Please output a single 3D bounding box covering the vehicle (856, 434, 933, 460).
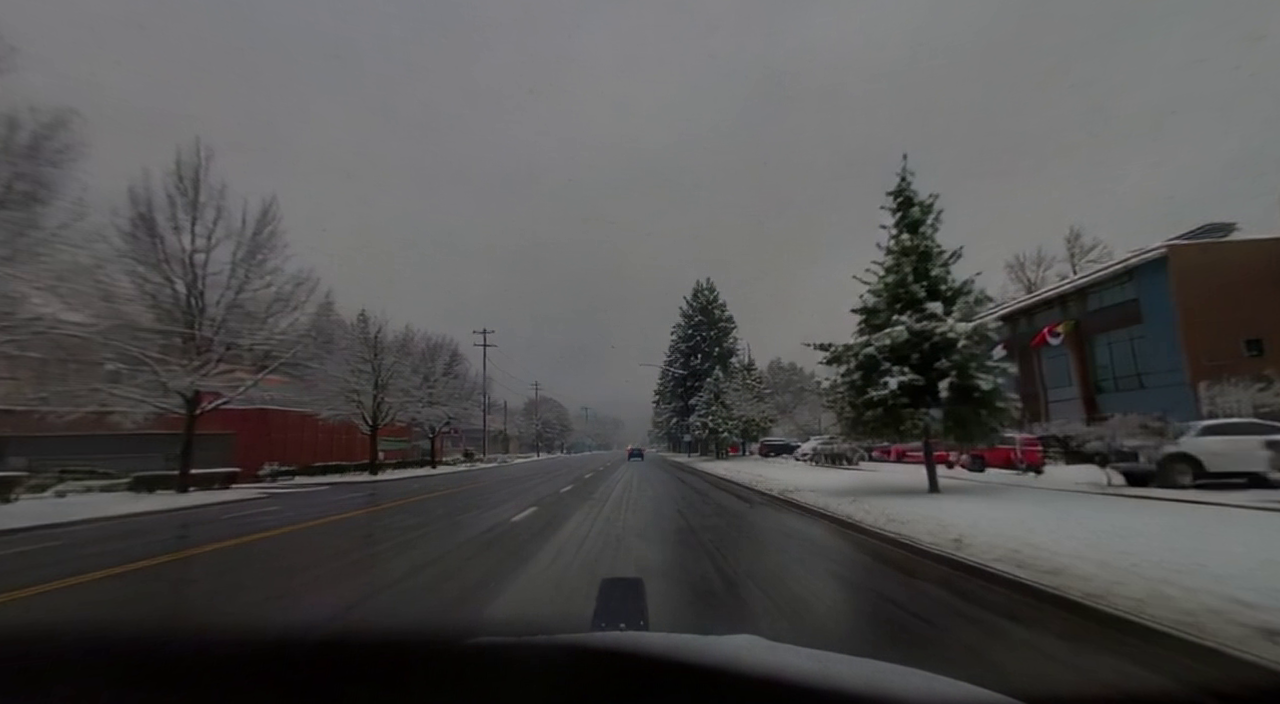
[{"bbox_3d":[18.021,6.760,44.726,4.653,1.782,2.042,2,-9,-15],"label":"vehicle"}]

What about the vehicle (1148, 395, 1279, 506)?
[{"bbox_3d":[13.711,1.920,12.853,4.771,2.010,2.142,-1,-8,-2],"label":"vehicle"}]
